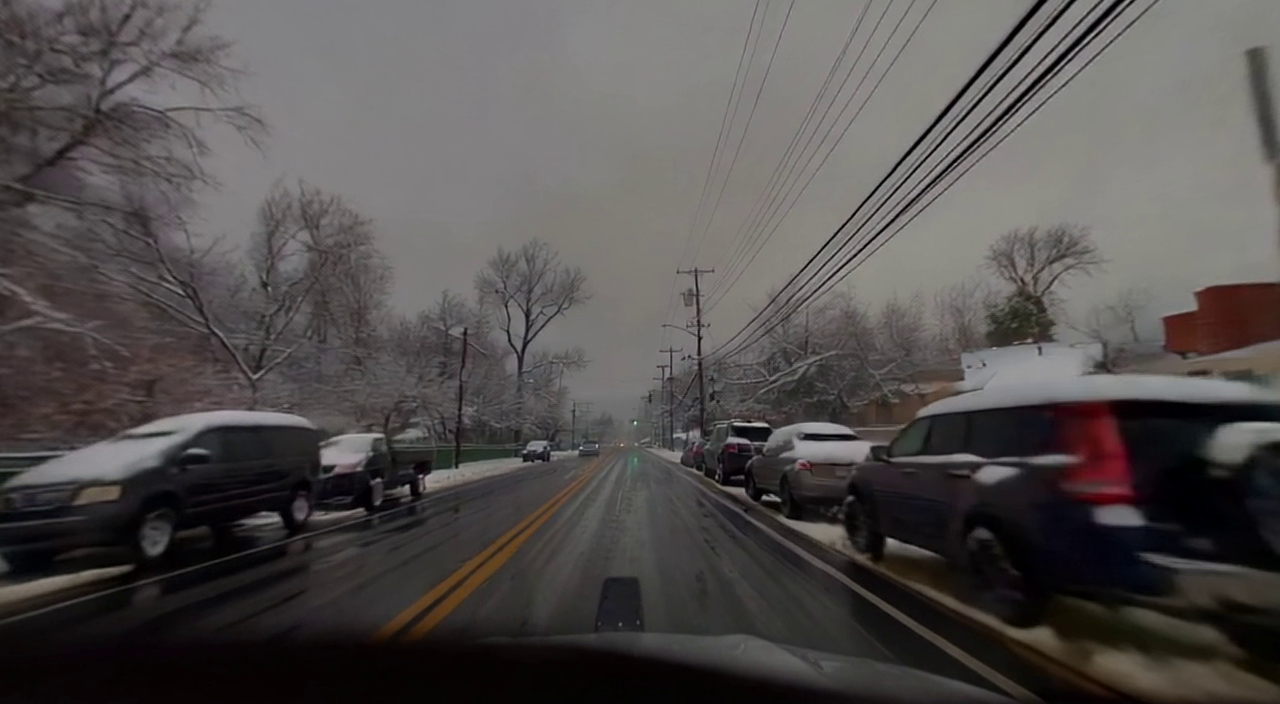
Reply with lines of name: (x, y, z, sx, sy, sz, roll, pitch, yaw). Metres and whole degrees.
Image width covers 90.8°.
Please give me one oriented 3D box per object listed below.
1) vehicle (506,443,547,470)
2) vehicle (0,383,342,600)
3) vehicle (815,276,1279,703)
vehicle: (-7.005, 6.454, 39.356, 1.866, 1.487, 4.416, -1, -8, -2)
vehicle: (-6.713, 1.774, 9.060, 2.268, 2.154, 5.321, 1, -8, 0)
vehicle: (3.291, 1.089, 5.052, 2.053, 2.005, 5.495, 0, -8, -2)
